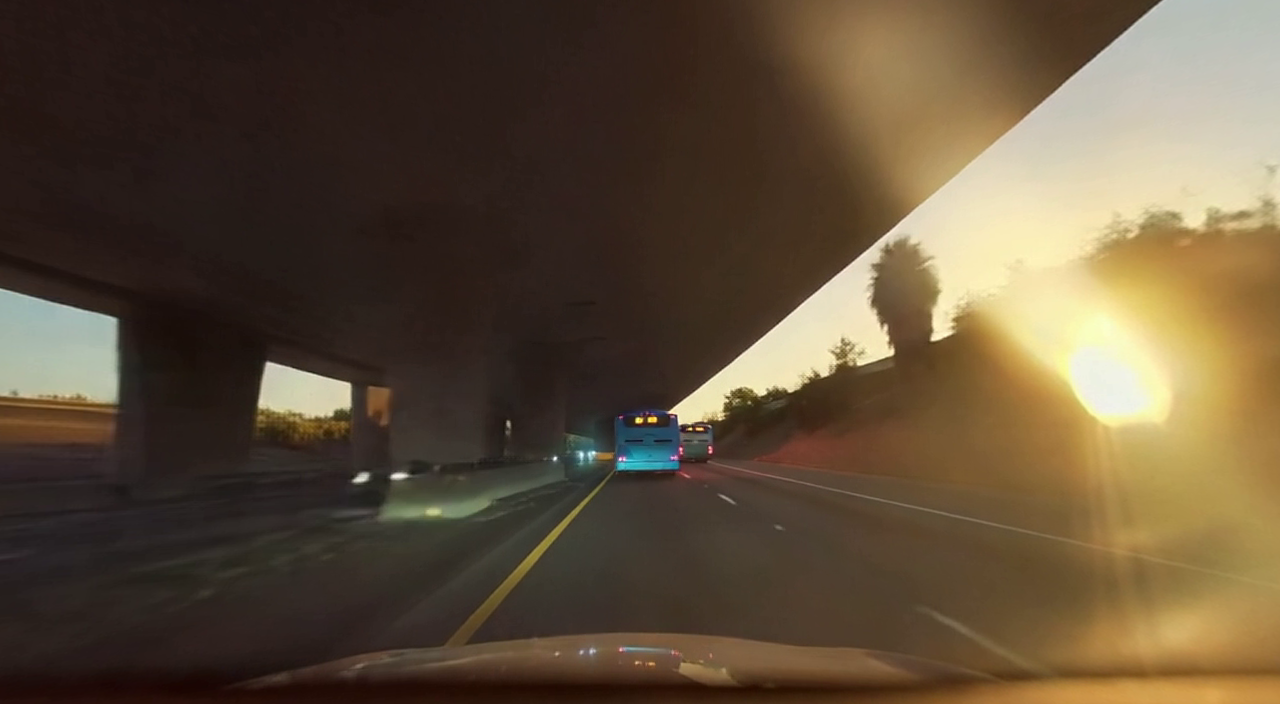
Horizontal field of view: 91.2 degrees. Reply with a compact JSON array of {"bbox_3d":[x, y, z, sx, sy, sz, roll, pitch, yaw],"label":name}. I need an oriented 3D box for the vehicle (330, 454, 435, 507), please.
[{"bbox_3d":[-8.579,4.275,21.301,1.867,1.536,3.985,-1,-9,0],"label":"vehicle"}]

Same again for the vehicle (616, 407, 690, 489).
[{"bbox_3d":[0.369,3.613,23.680,2.414,2.675,5.574,0,-9,-1],"label":"vehicle"}]
